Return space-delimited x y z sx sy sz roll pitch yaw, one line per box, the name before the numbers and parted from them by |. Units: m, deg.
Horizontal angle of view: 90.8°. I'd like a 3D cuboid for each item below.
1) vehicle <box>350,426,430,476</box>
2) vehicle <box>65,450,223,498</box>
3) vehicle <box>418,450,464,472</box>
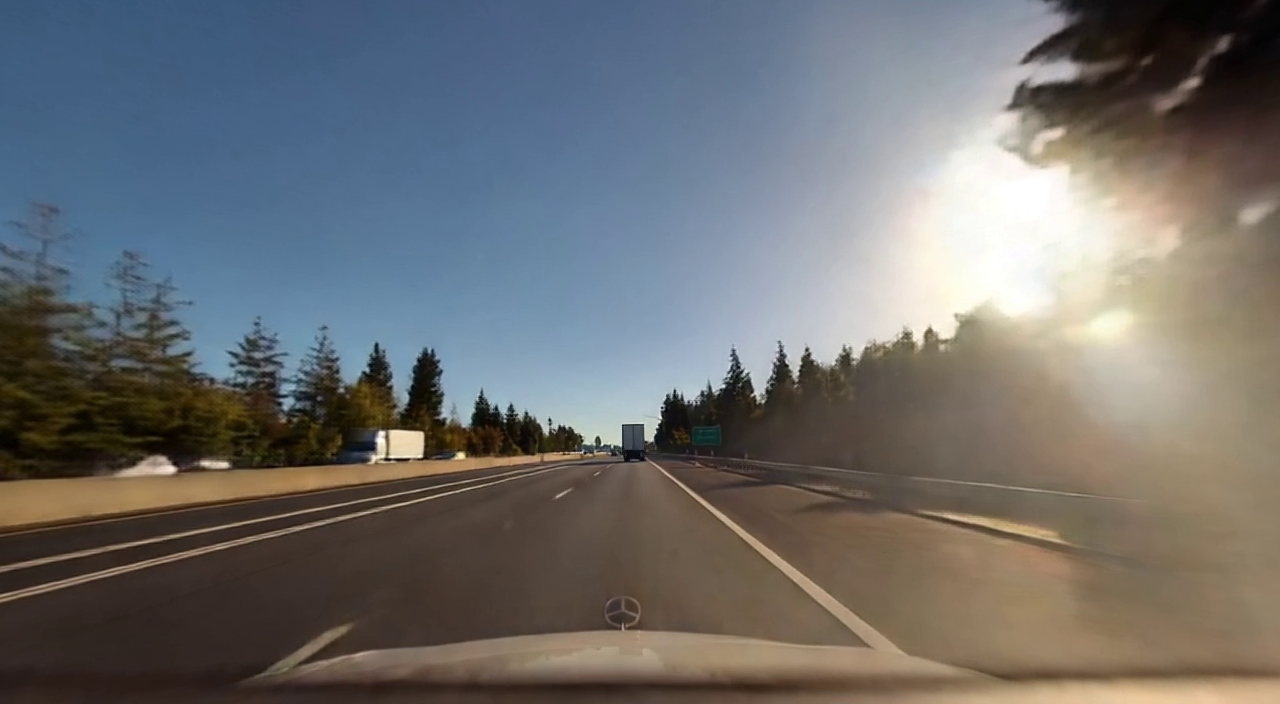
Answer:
vehicle | -17.830 7.157 45.632 2.698 3.285 7.761 0 -9 -1
vehicle | -17.998 4.427 23.296 1.950 1.586 4.785 0 -9 0
vehicle | -13.717 7.539 43.755 1.893 1.486 4.135 0 -9 0
